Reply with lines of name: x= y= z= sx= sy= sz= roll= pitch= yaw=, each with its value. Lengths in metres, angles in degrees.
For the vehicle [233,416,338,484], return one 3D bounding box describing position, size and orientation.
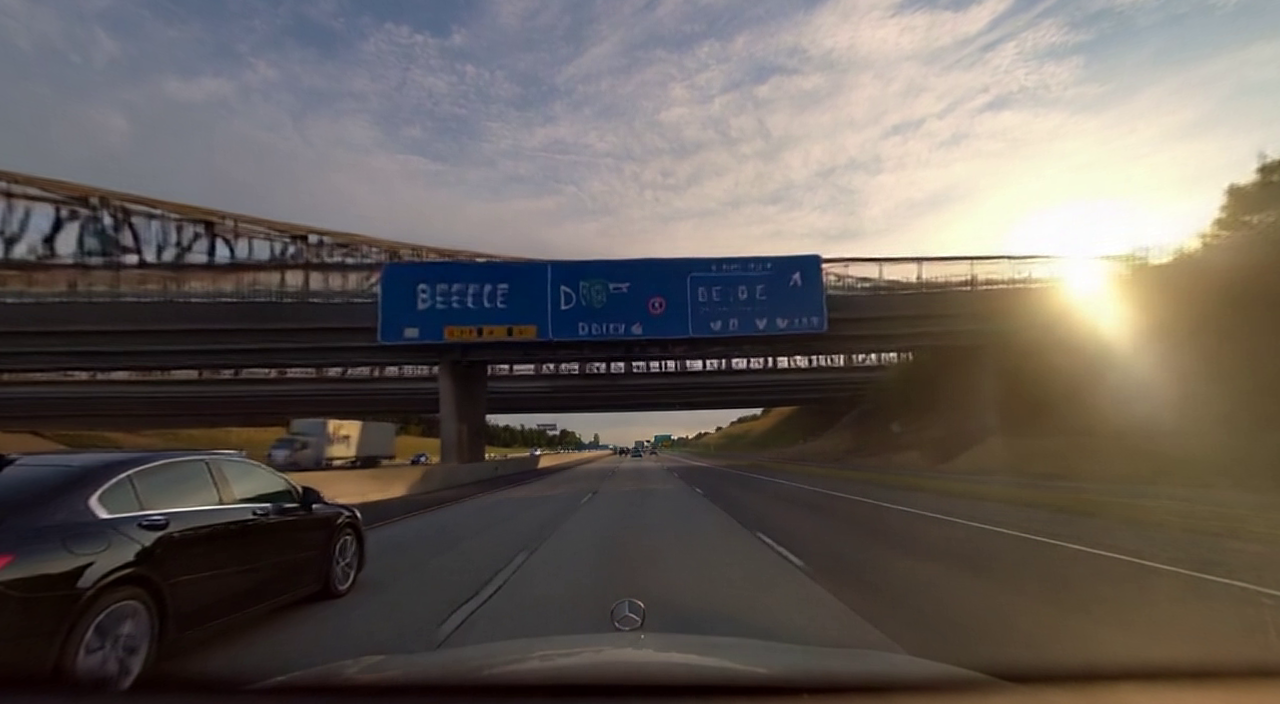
vehicle: x=-22.625 y=6.313 z=40.748 sx=2.958 sy=4.036 sz=6.355 roll=0 pitch=-9 yaw=0
